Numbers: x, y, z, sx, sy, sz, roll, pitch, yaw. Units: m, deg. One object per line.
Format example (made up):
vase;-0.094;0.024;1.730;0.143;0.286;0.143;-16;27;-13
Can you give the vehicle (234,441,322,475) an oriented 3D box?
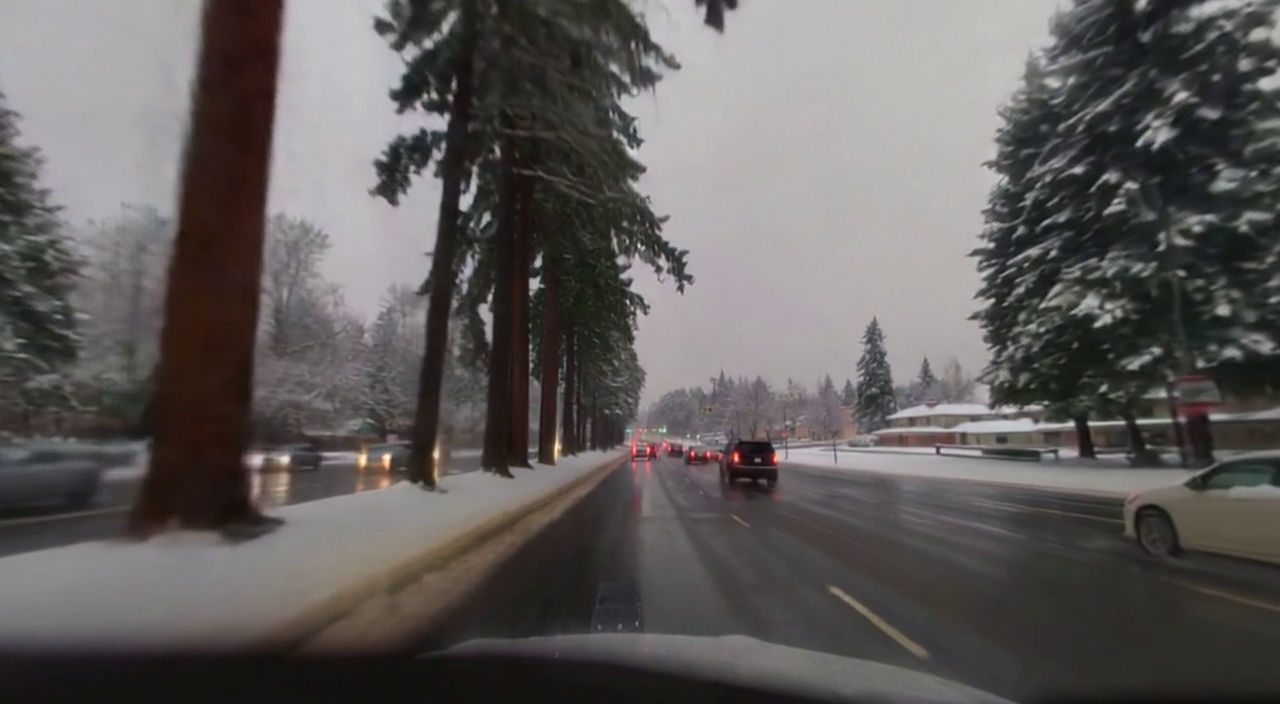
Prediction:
vehicle;-19.422;5.699;34.182;1.956;1.727;4.641;0;-9;1

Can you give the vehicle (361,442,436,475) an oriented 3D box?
vehicle;-11.909;5.261;31.454;1.938;1.487;4.442;0;-9;1

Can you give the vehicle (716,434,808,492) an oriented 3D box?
vehicle;4.117;3.849;22.292;2.209;1.813;4.724;0;-9;-1

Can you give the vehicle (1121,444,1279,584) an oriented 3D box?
vehicle;7.883;1.762;6.875;1.949;1.492;4.103;0;-9;-2

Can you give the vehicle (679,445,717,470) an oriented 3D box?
vehicle;3.674;6.782;40.821;2.064;1.474;4.389;0;-9;0
